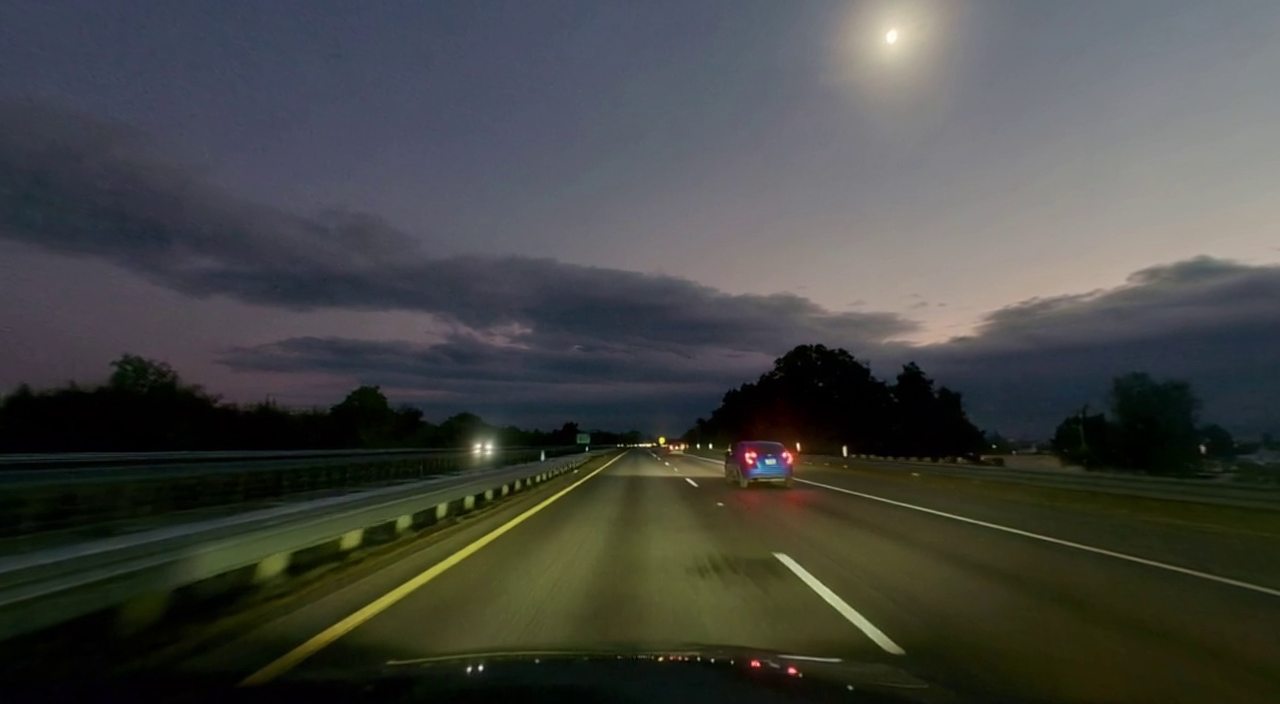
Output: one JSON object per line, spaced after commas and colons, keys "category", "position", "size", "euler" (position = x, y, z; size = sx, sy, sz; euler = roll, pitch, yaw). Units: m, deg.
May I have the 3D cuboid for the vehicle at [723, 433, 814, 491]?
{"category": "vehicle", "position": [3.717, 3.232, 18.822], "size": [1.945, 1.538, 3.729], "euler": [0, -8, 0]}
